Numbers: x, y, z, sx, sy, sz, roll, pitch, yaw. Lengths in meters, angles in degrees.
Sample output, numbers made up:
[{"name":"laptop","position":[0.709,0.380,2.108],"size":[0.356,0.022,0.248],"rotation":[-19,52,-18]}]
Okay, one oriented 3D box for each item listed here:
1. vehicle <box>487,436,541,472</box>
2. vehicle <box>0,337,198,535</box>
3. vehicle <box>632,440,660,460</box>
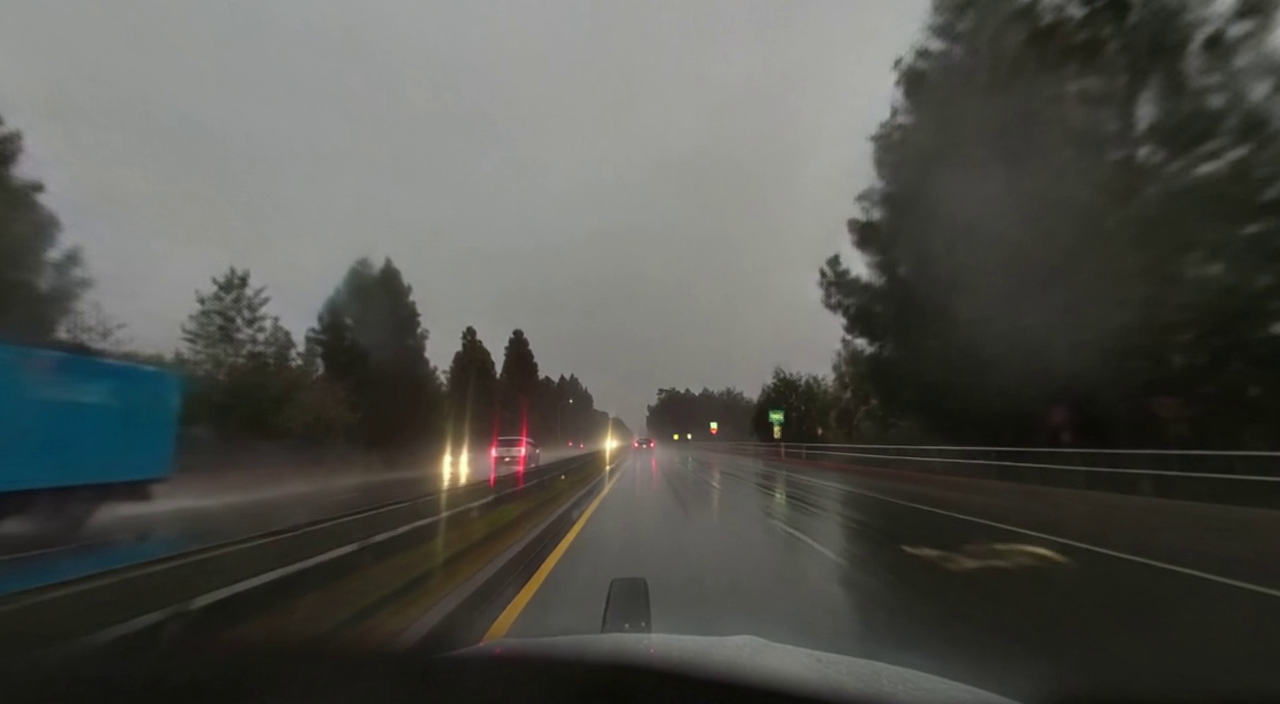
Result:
[{"name":"vehicle","position":[-6.993,5.691,35.422],"size":[2.068,1.897,4.372],"rotation":[0,-8,1]},{"name":"vehicle","position":[-14.823,1.641,12.358],"size":[2.905,4.091,12.827],"rotation":[0,-8,0]},{"name":"vehicle","position":[0.446,7.745,49.841],"size":[2.061,1.469,3.782],"rotation":[0,-8,0]}]
